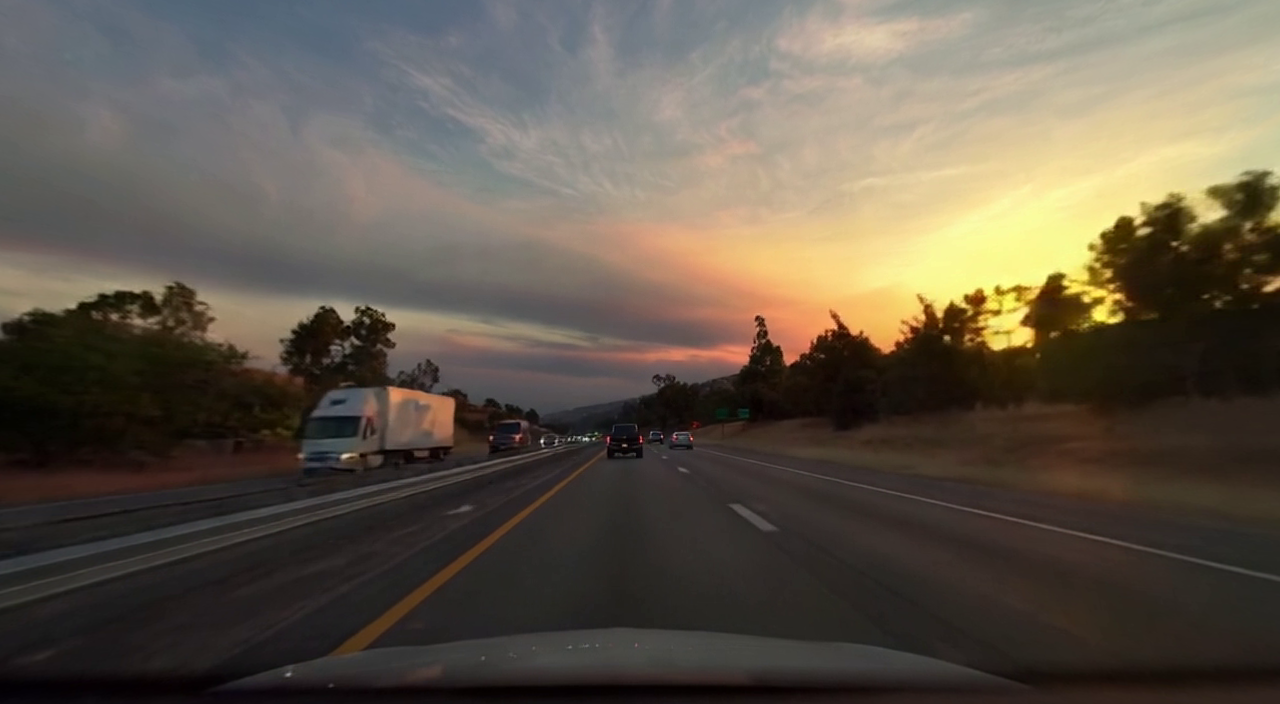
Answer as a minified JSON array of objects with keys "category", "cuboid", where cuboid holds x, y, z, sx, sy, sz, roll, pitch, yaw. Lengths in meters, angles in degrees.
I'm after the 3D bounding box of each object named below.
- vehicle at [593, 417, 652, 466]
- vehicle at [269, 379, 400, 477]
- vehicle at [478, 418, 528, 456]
[{"category":"vehicle","cuboid":[-0.815,4.100,29.076,2.503,2.044,4.633,0,-8,-2]},{"category":"vehicle","cuboid":[-14.067,3.614,29.730,3.035,4.125,6.158,0,-8,-1]},{"category":"vehicle","cuboid":[-10.067,6.346,46.874,2.496,2.608,6.293,0,-8,-1]}]
